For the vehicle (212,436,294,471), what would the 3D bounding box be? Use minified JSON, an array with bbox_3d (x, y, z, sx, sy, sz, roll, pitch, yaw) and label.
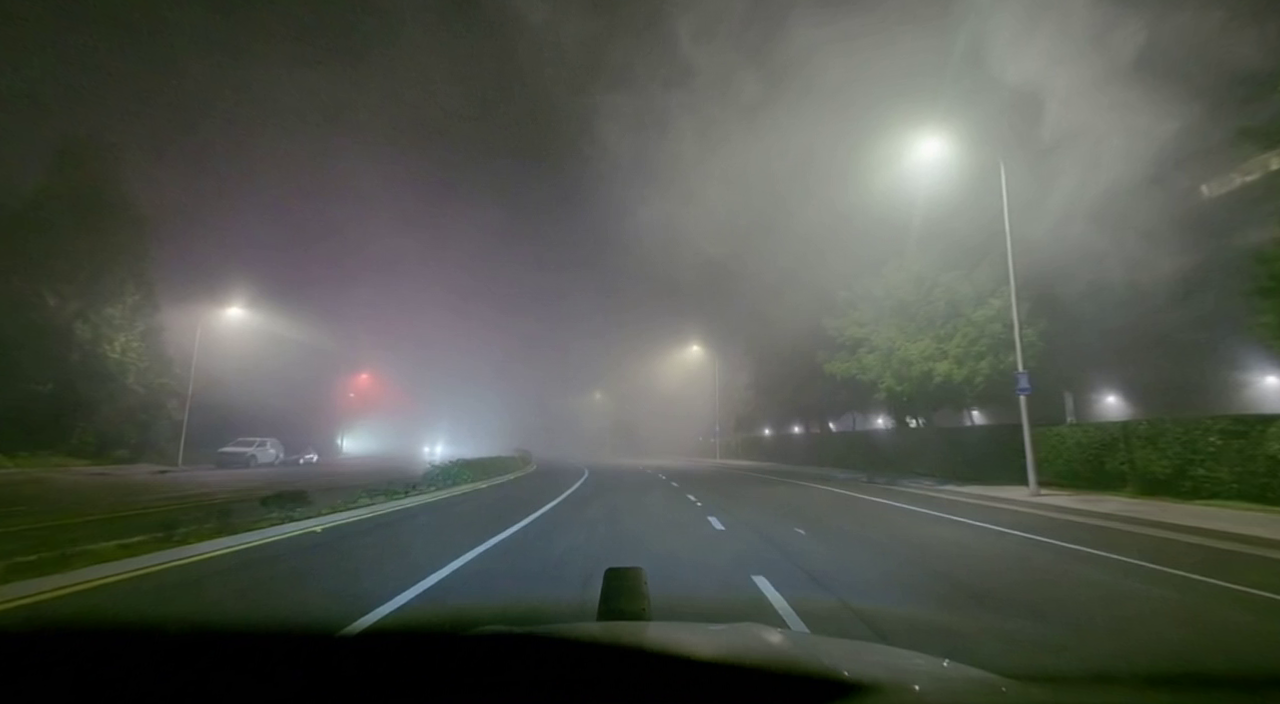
[{"bbox_3d":[-23.074,6.066,37.847,2.387,1.951,4.827,1,-9,-9],"label":"vehicle"}]
